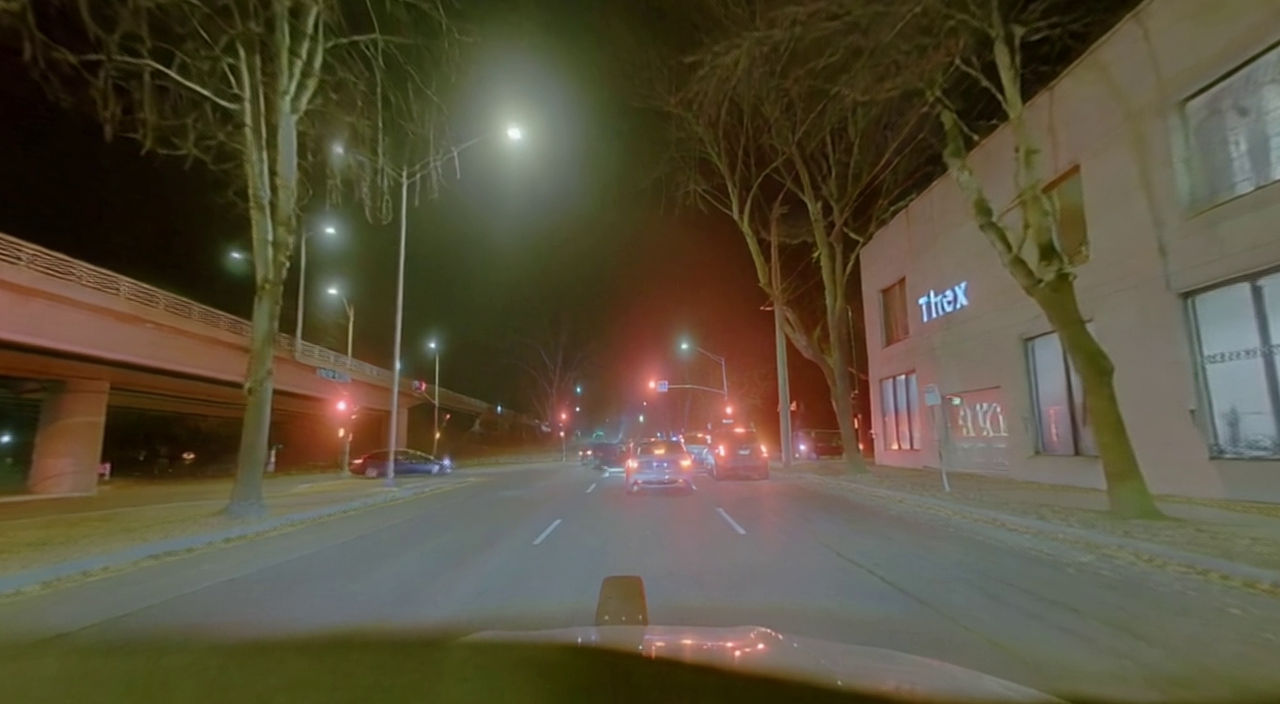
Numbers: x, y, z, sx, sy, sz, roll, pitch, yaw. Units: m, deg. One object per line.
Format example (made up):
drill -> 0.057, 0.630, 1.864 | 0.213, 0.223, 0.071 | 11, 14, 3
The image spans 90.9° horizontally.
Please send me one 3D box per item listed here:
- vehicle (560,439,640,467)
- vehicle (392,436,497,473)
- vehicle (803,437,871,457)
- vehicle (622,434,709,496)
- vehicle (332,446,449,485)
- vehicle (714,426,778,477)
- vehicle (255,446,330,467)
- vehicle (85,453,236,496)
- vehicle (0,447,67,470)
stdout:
vehicle -> -2.290, 5.896, 36.873 | 4.302, 1.543, 1.860 | 6, -10, -35
vehicle -> -11.181, 5.907, 36.623 | 2.322, 1.916, 5.640 | -5, -10, 30
vehicle -> 14.655, 7.085, 47.088 | 4.498, 1.439, 1.842 | 0, -8, -1
vehicle -> 0.642, 3.034, 17.344 | 2.101, 1.467, 4.210 | 0, -8, 1
vehicle -> -11.149, 5.049, 28.462 | 1.832, 1.611, 4.546 | -6, -10, 38
vehicle -> 4.465, 4.252, 27.219 | 2.080, 1.999, 4.379 | 0, -8, 1
vehicle -> -26.354, 7.929, 47.916 | 4.566, 1.472, 1.936 | 0, -8, -2
vehicle -> -18.873, 4.790, 25.023 | 1.873, 1.462, 4.283 | -5, -10, 32
vehicle -> -46.743, 8.077, 47.814 | 4.579, 1.659, 1.936 | 0, -8, -1
